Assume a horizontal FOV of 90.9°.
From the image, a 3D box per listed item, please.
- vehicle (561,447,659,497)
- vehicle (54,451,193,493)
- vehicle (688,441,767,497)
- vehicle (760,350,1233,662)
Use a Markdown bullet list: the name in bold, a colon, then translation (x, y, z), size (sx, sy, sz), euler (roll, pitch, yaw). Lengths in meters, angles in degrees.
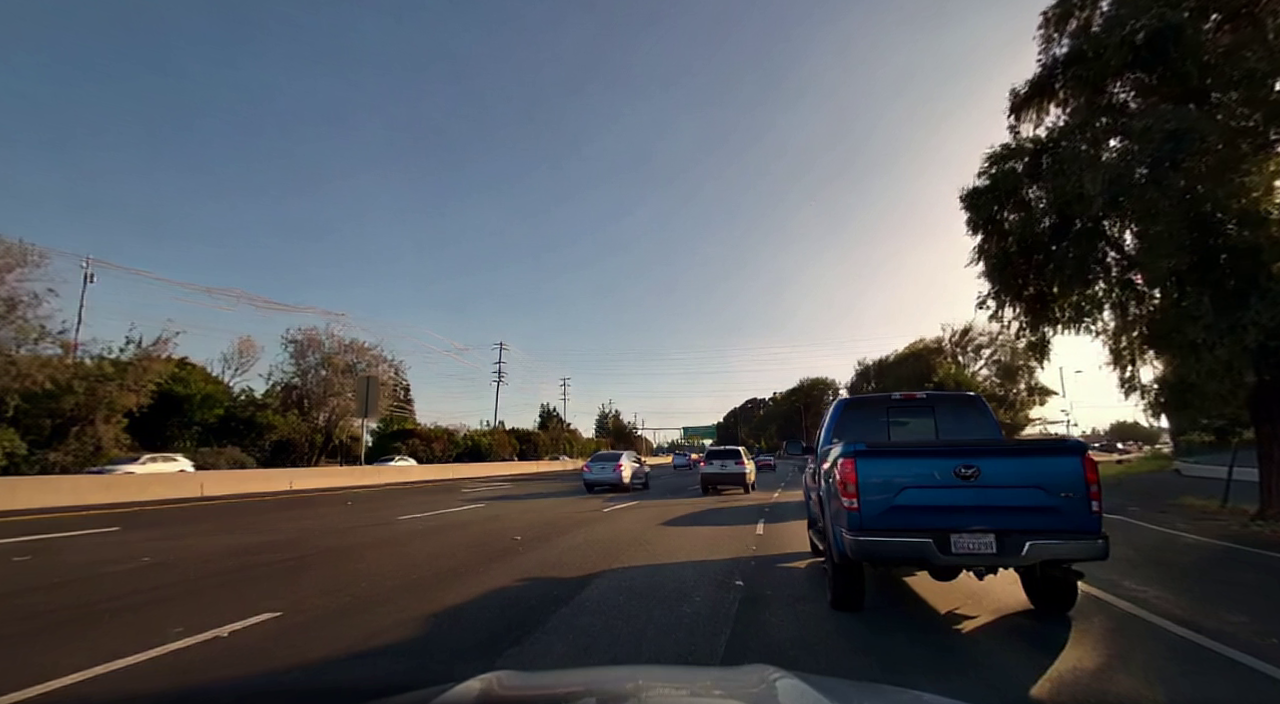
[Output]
- **vehicle**: translation (-0.869, 4.036, 21.737), size (2.119, 1.478, 4.644), euler (-2, -9, 14)
- **vehicle**: translation (-23.866, 5.509, 29.406), size (1.882, 1.695, 4.650), euler (-2, -9, 15)
- **vehicle**: translation (3.069, 3.884, 21.436), size (2.080, 1.682, 4.150), euler (-2, -9, 16)
- **vehicle**: translation (3.349, 1.550, 7.962), size (3.024, 2.092, 6.797), euler (-2, -9, 15)
